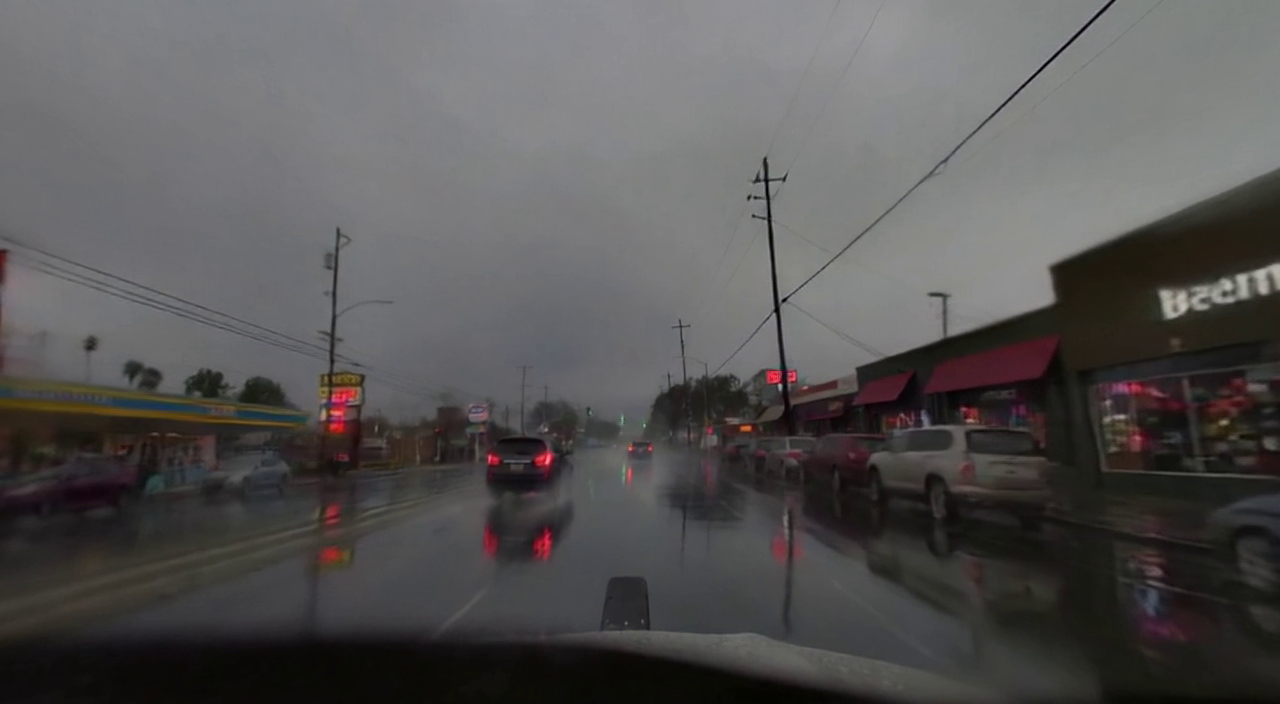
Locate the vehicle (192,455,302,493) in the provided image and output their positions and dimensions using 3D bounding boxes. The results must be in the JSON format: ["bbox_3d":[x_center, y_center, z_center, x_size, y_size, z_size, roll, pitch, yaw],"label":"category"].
[{"bbox_3d":[-17.263,5.356,27.999,1.894,1.458,4.565,0,-9,1],"label":"vehicle"}]

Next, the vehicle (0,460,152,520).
[{"bbox_3d":[-17.270,3.974,18.657,2.046,1.458,4.539,0,-9,-1],"label":"vehicle"}]

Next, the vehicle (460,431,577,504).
[{"bbox_3d":[-3.003,2.982,16.716,2.049,1.646,4.445,-1,-9,2],"label":"vehicle"}]

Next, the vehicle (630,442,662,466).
[{"bbox_3d":[0.386,6.905,42.869,2.037,1.484,4.073,0,-9,0],"label":"vehicle"}]

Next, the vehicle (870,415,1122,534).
[{"bbox_3d":[6.607,2.340,12.668,2.005,1.858,5.253,0,-9,0],"label":"vehicle"}]

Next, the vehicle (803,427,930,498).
[{"bbox_3d":[6.556,3.257,18.951,1.985,1.835,4.936,0,-9,0],"label":"vehicle"}]
